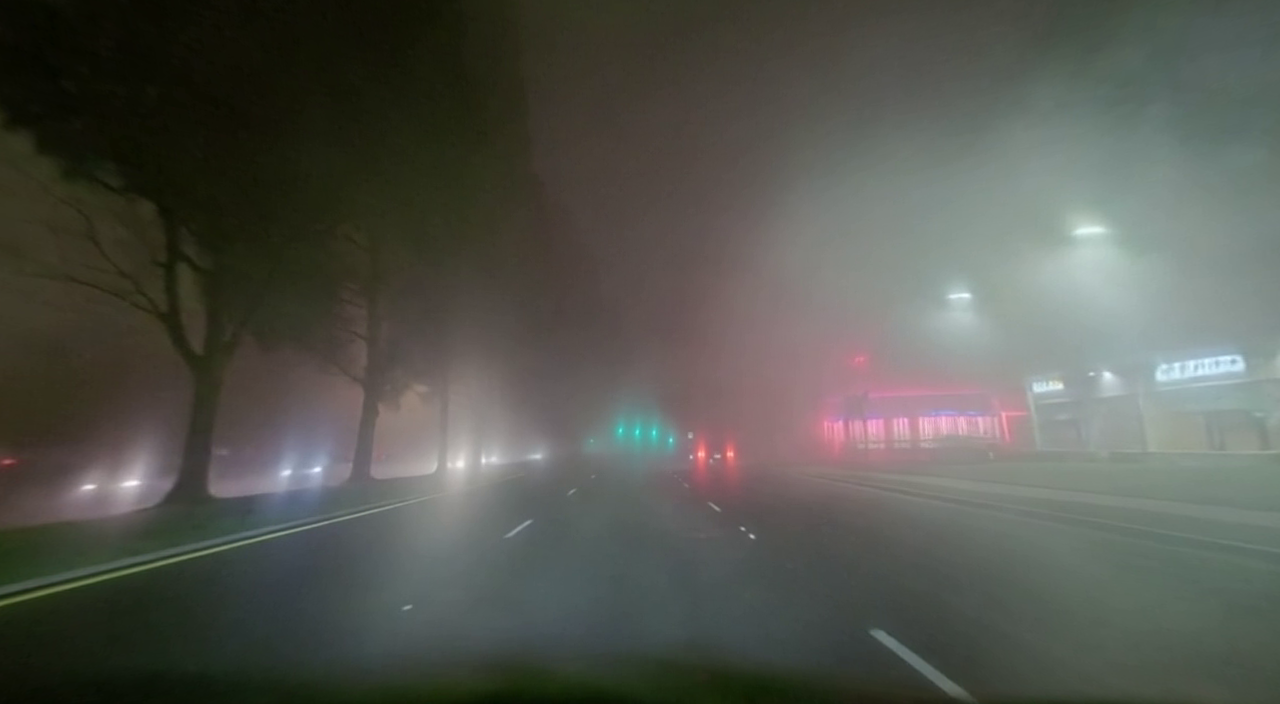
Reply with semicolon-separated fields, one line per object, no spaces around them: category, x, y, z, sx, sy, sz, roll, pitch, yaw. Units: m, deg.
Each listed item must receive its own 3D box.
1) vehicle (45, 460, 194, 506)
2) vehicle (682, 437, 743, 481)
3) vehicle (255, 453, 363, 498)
vehicle;-19.797;4.972;24.261;1.881;1.497;4.488;0;-8;0
vehicle;3.093;4.663;27.696;2.083;1.743;4.354;0;-8;-1
vehicle;-12.746;4.740;24.559;1.921;1.520;4.231;0;-8;-1
